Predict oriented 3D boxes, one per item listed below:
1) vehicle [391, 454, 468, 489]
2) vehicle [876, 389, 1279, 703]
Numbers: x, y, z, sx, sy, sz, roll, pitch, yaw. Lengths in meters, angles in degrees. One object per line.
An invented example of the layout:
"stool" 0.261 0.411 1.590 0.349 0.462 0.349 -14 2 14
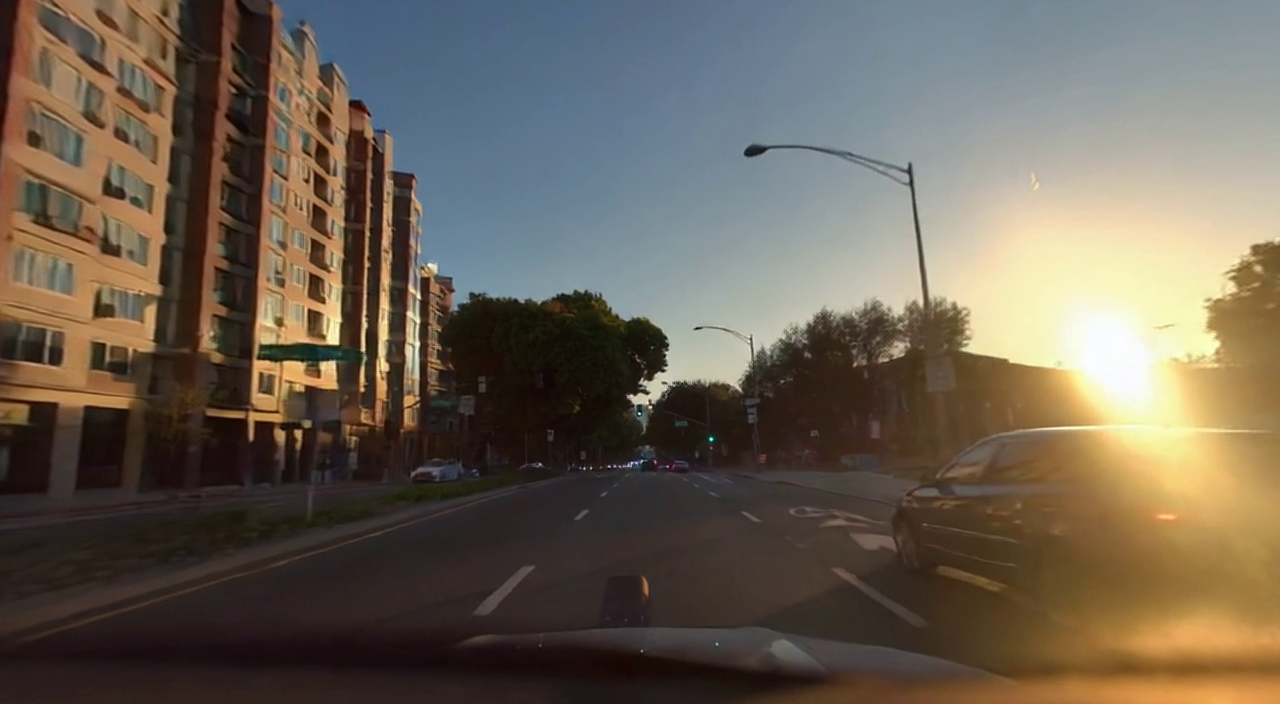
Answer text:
"vehicle" -10.137 5.770 30.818 1.957 1.482 4.706 -1 -9 2
"vehicle" 3.649 1.265 5.075 1.949 1.583 3.996 0 -9 0
